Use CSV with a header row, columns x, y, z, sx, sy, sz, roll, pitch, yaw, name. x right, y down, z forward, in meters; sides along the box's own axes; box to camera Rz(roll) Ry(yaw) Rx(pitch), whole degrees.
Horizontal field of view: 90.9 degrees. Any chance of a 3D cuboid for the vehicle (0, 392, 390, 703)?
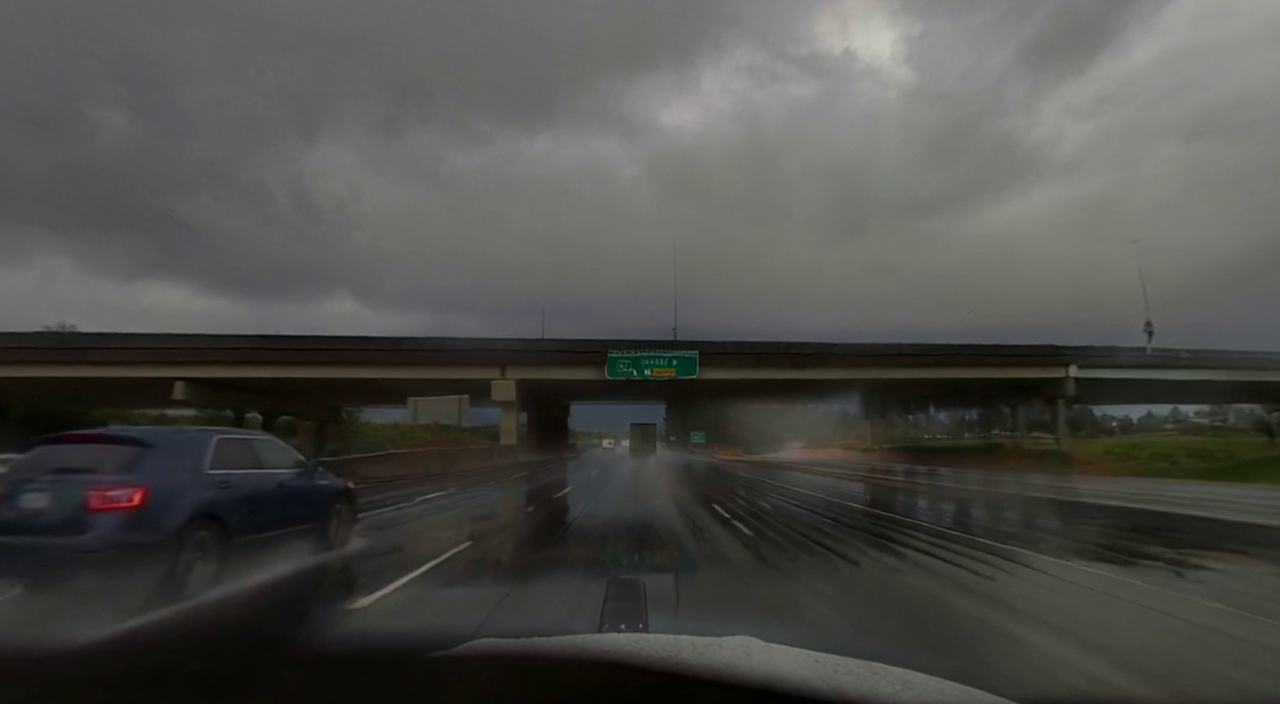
x,y,z,sx,sy,sz,roll,pitch,yaw,name
-4.401,1.388,5.630,2.235,1.593,5.077,0,-9,0,vehicle
